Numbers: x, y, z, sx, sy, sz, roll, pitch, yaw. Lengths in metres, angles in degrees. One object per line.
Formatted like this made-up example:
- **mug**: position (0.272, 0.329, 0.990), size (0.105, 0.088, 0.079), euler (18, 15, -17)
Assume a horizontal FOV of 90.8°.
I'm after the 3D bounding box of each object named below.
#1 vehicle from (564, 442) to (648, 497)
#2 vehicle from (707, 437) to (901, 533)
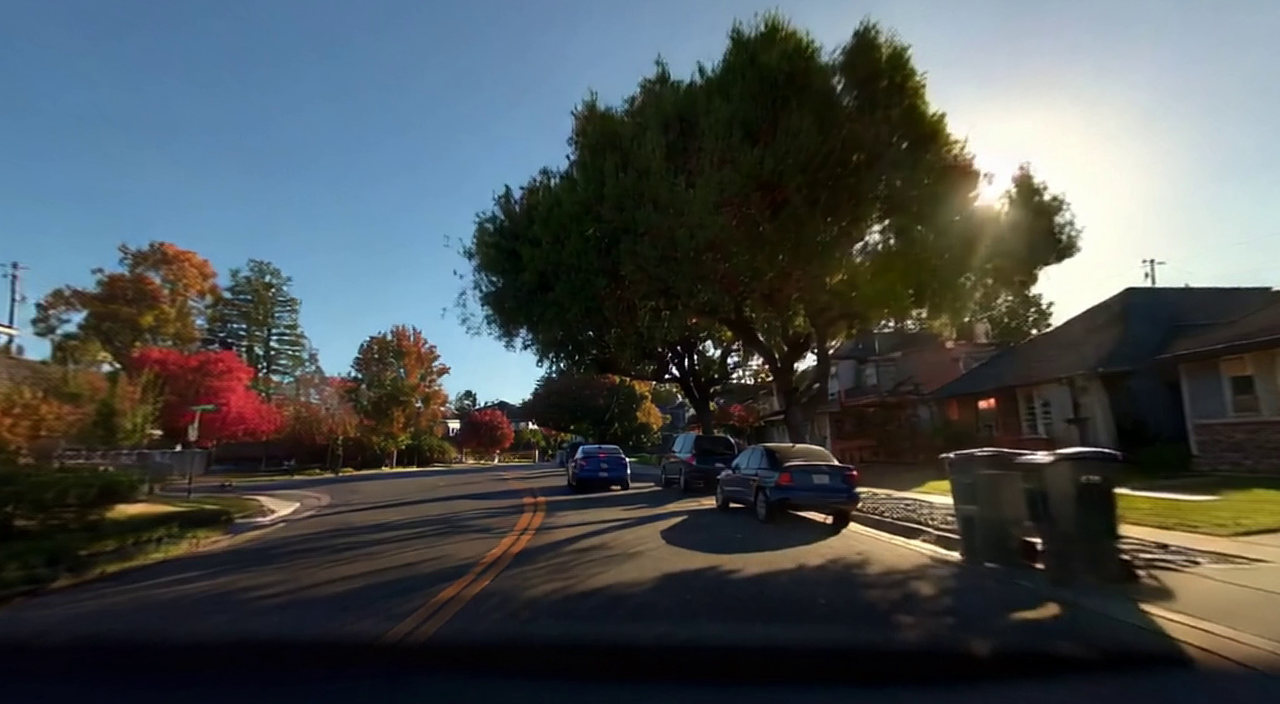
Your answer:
- **vehicle**: position (-1.177, 3.527, 19.383), size (2.192, 1.474, 4.192), euler (1, -9, -8)
- **vehicle**: position (2.813, 2.413, 12.136), size (2.089, 1.462, 4.529), euler (1, -9, -6)
